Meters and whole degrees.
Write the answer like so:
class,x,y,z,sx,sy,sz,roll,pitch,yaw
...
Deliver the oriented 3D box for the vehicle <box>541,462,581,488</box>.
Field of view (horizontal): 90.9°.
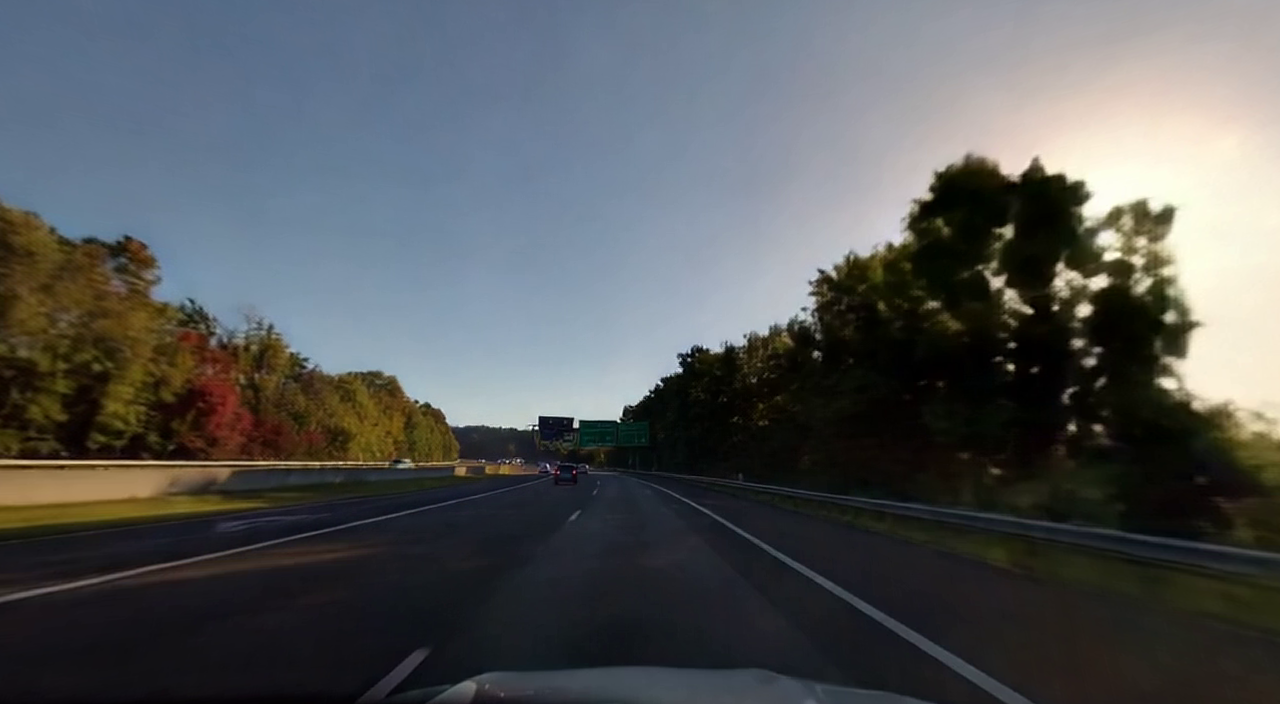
class,x,y,z,sx,sy,sz,roll,pitch,yaw
vehicle,-4.954,7.835,40.241,2.115,1.546,4.638,1,-10,-2
